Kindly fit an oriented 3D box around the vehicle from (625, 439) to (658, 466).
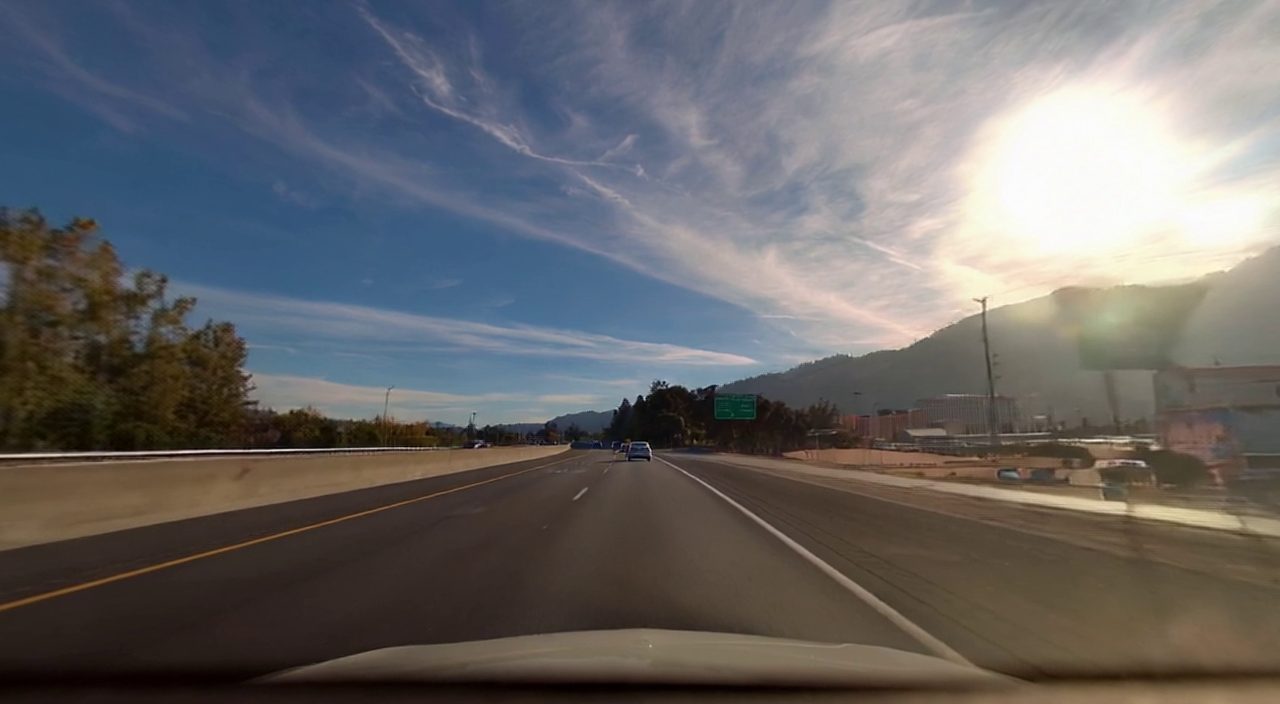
[{"bbox_3d":[0.043,6.513,40.758,2.029,1.666,4.064,0,-8,-2],"label":"vehicle"}]
